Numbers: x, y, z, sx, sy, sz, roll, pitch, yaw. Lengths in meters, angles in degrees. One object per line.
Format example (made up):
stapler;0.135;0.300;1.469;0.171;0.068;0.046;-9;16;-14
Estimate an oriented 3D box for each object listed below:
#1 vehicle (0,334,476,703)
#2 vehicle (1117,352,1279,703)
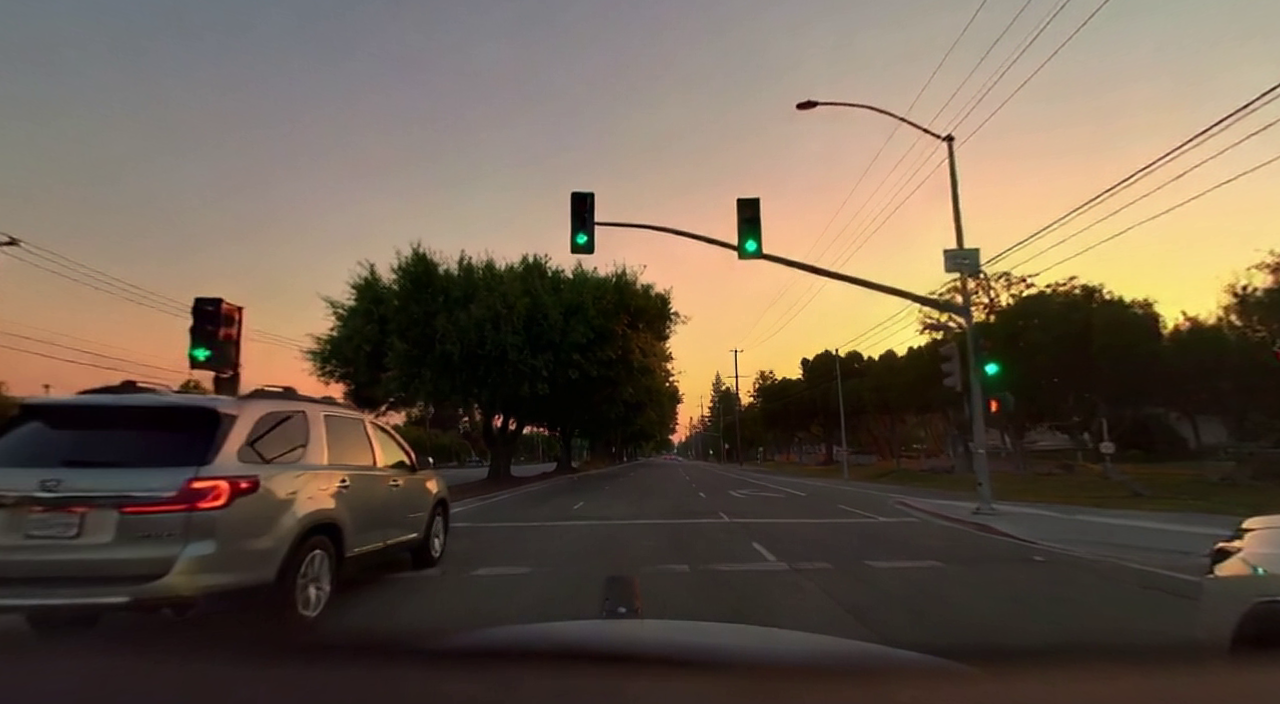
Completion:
vehicle;-3.461;1.287;5.904;2.374;1.985;5.391;0;-9;0
vehicle;3.608;0.652;1.168;2.056;1.703;4.305;0;-9;0
